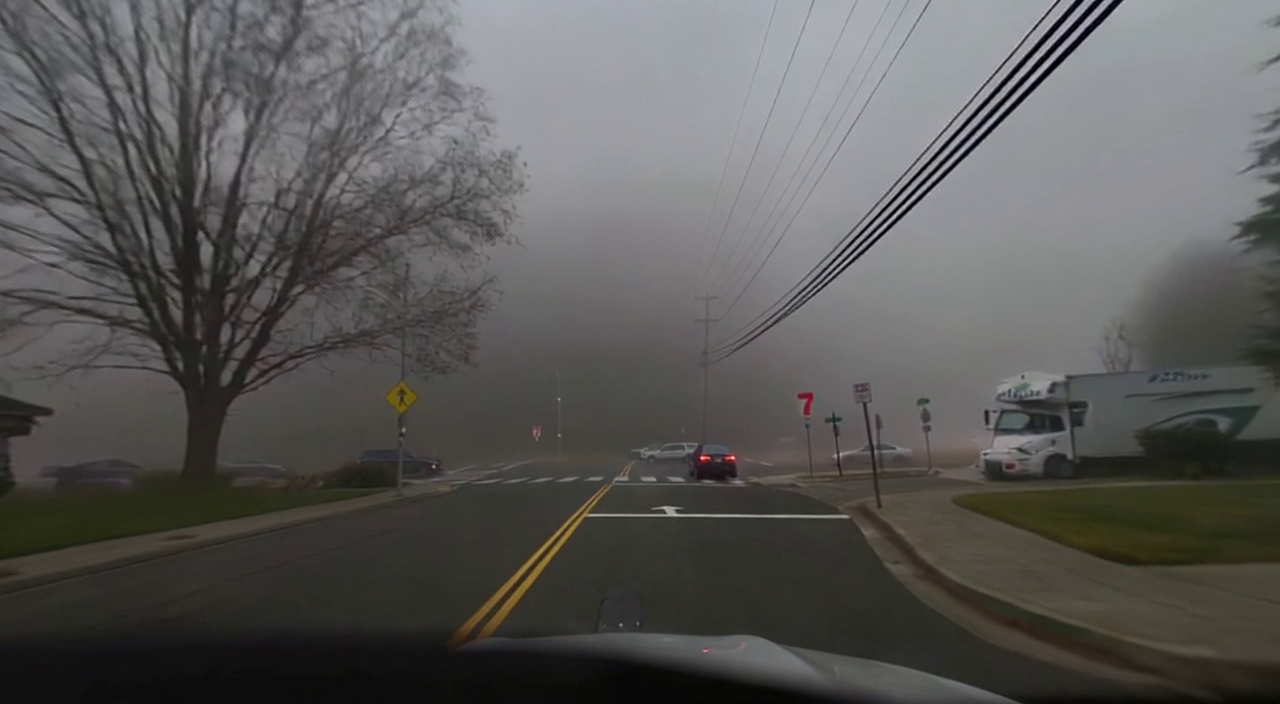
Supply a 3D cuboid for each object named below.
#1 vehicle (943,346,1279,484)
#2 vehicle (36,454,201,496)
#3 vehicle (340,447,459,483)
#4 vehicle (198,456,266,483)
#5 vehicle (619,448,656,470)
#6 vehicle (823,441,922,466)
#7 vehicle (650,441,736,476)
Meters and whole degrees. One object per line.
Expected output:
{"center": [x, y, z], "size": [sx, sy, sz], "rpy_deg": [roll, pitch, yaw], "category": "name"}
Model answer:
{"center": [15.119, 2.004, 19.632], "size": [9.897, 3.821, 2.789], "rpy_deg": [1, -8, -1], "category": "vehicle"}
{"center": [-25.521, 6.033, 31.171], "size": [5.763, 1.855, 2.340], "rpy_deg": [2, -8, -8], "category": "vehicle"}
{"center": [-13.547, 6.396, 35.940], "size": [5.866, 1.904, 2.197], "rpy_deg": [1, -9, -6], "category": "vehicle"}
{"center": [-29.017, 8.363, 45.111], "size": [2.085, 1.763, 4.658], "rpy_deg": [1, -9, -6], "category": "vehicle"}
{"center": [-0.242, 7.515, 44.484], "size": [1.874, 1.427, 3.976], "rpy_deg": [2, -9, -12], "category": "vehicle"}
{"center": [13.168, 5.797, 36.058], "size": [4.872, 1.400, 1.955], "rpy_deg": [-1, -9, 3], "category": "vehicle"}
{"center": [2.955, 6.195, 37.085], "size": [2.553, 1.868, 5.536], "rpy_deg": [4, -10, -25], "category": "vehicle"}
